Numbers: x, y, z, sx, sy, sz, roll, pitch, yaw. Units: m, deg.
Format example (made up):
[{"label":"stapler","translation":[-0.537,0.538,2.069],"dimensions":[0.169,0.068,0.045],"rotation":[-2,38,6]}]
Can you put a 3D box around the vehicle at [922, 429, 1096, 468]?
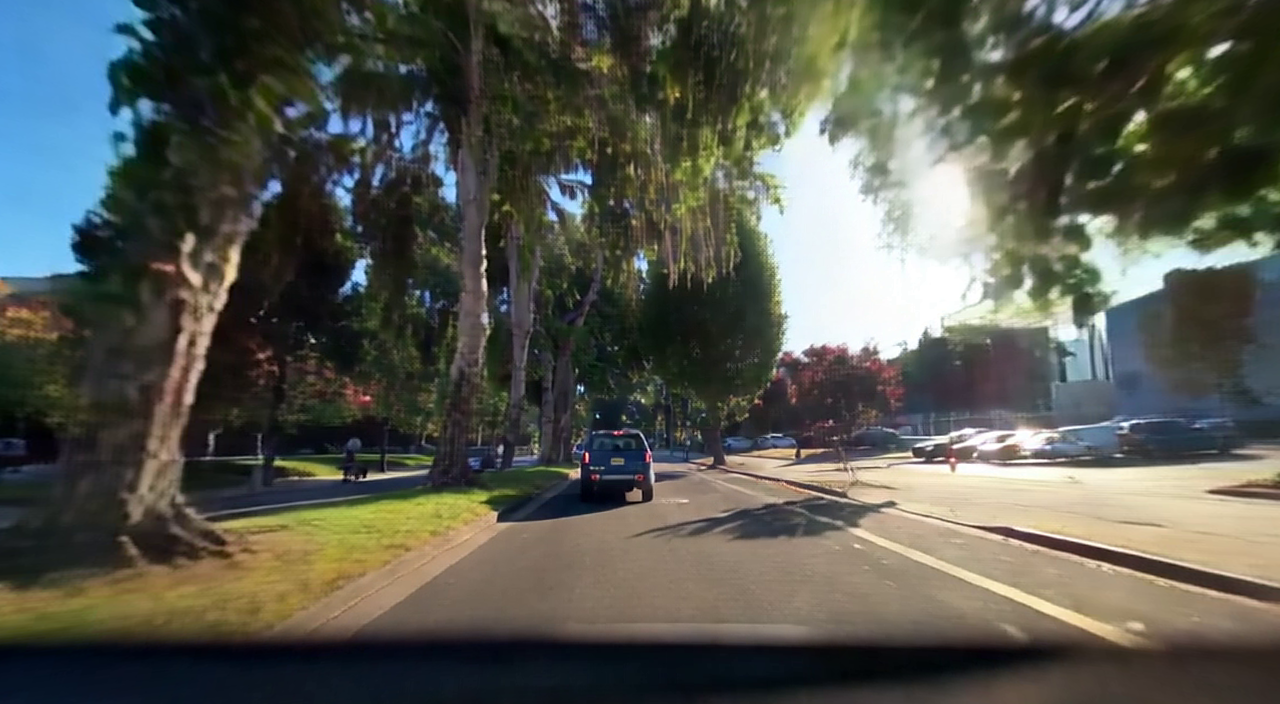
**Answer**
[{"label":"vehicle","translation":[14.271,3.761,24.746],"dimensions":[5.344,1.440,2.318],"rotation":[0,-8,2]}]

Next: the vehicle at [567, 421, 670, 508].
[{"label":"vehicle","translation":[-0.511,2.793,16.253],"dimensions":[2.157,1.816,5.804],"rotation":[0,-8,-1]}]

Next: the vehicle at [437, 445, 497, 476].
[{"label":"vehicle","translation":[-9.038,5.676,33.408],"dimensions":[2.027,1.493,4.707],"rotation":[0,-8,-2]}]

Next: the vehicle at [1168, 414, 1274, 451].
[{"label":"vehicle","translation":[29.489,4.142,32.223],"dimensions":[1.666,1.765,3.809],"rotation":[0,-8,0]}]

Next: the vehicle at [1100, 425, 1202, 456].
[{"label":"vehicle","translation":[25.631,4.449,31.852],"dimensions":[1.816,1.452,3.934],"rotation":[0,-8,0]}]

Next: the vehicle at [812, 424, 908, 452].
[{"label":"vehicle","translation":[13.088,5.168,37.825],"dimensions":[4.788,1.625,2.319],"rotation":[0,-8,-3]}]

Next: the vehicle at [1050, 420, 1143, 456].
[{"label":"vehicle","translation":[22.964,4.380,31.972],"dimensions":[1.870,1.716,3.660],"rotation":[0,-8,0]}]
